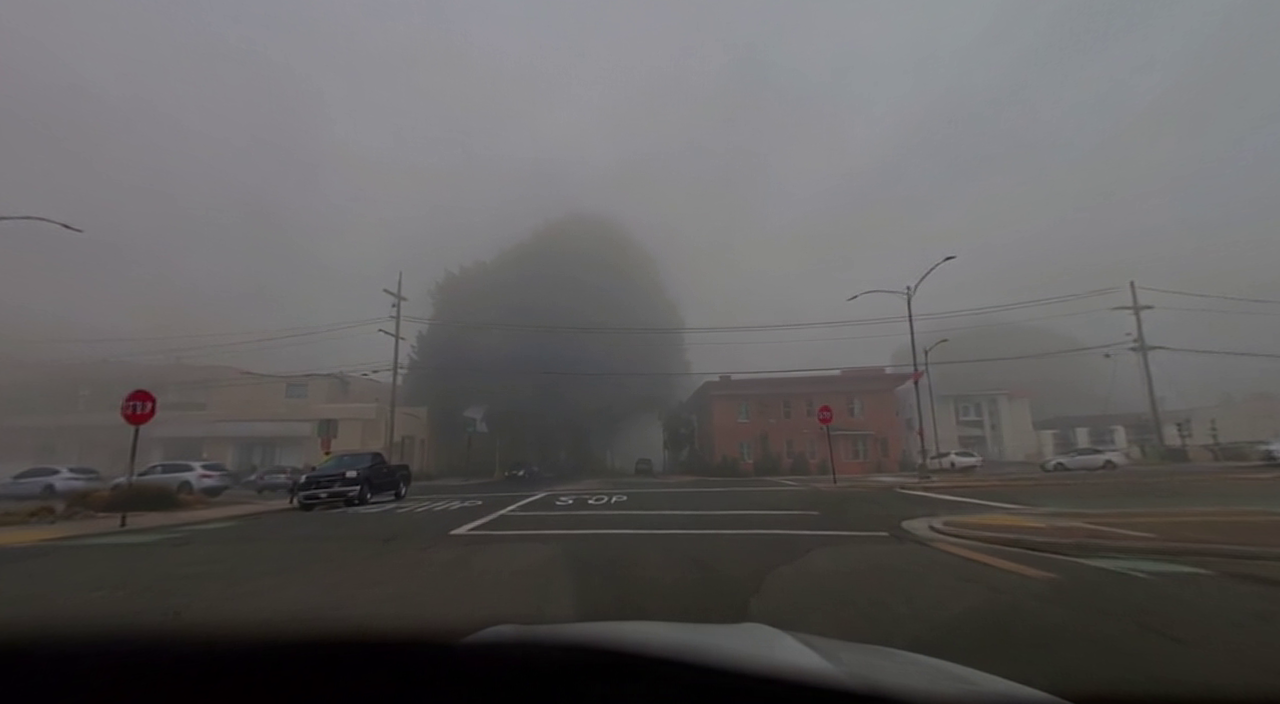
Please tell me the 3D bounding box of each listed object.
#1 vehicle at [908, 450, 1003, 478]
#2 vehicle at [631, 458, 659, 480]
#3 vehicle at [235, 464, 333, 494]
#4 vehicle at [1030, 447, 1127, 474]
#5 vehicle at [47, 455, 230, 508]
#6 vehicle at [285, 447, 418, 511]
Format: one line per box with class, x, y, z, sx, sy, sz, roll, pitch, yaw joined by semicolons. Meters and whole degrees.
vehicle;18.446;6.547;36.995;4.528;1.458;1.939;0;-7;-4
vehicle;0.345;8.689;47.144;1.851;1.471;4.372;0;-9;-2
vehicle;-19.875;7.102;35.327;4.277;1.527;1.987;0;-9;-2
vehicle;25.904;6.416;37.298;4.323;1.507;1.896;0;-9;-3
vehicle;-17.592;4.496;22.349;2.010;1.583;4.582;-7;-10;35
vehicle;-8.493;3.788;19.159;2.156;1.620;4.945;0;-10;-6
